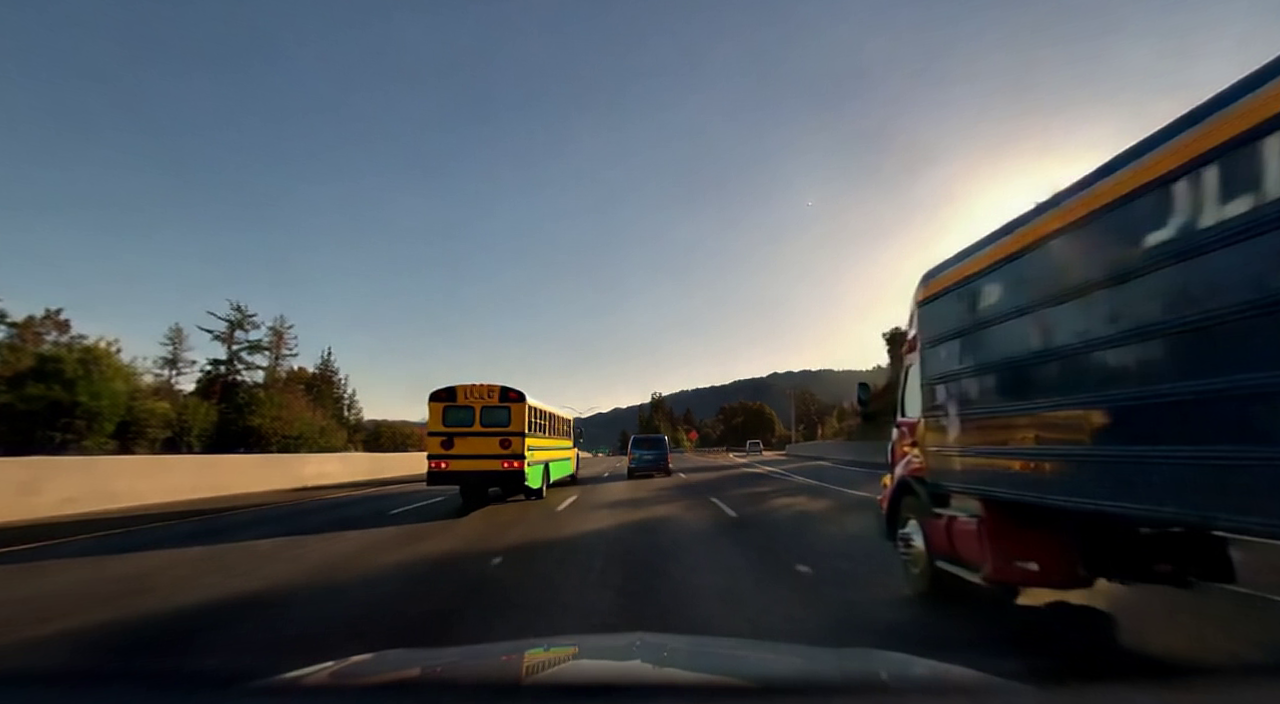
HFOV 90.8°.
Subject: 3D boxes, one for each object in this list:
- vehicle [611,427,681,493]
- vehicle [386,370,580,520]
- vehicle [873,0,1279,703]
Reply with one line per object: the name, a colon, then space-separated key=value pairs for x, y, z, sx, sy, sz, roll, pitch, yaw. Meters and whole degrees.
vehicle: x=0.145 y=3.500 z=20.758 sx=2.037 sy=1.929 sz=4.343 roll=0 pitch=-8 yaw=-1
vehicle: x=-3.539 y=2.456 z=16.805 sx=2.947 sy=3.009 sz=7.991 roll=0 pitch=-8 yaw=1
vehicle: x=4.160 y=0.039 z=3.657 sx=3.050 sy=3.810 sz=6.889 roll=0 pitch=-8 yaw=2
